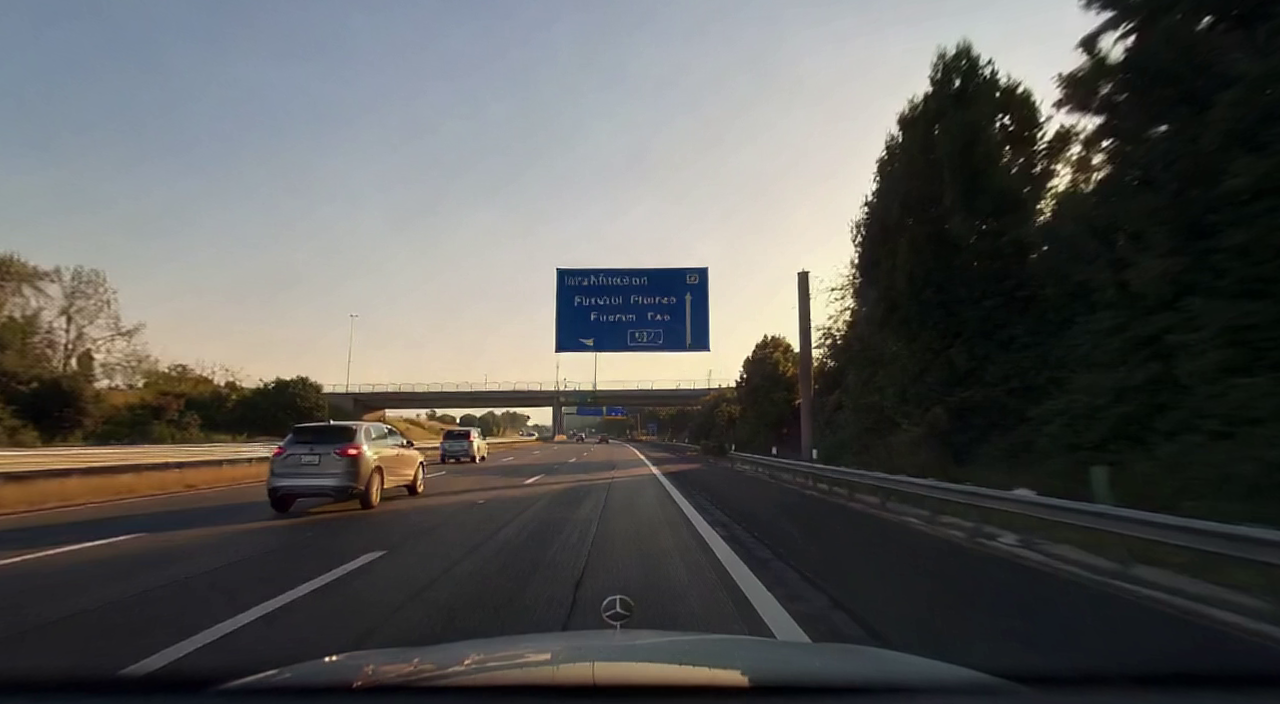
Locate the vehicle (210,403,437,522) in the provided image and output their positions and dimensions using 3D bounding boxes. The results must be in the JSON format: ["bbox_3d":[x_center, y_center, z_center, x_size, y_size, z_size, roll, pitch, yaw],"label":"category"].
[{"bbox_3d":[-5.303,1.887,11.284,2.007,1.727,4.040,0,-8,-1],"label":"vehicle"}]
